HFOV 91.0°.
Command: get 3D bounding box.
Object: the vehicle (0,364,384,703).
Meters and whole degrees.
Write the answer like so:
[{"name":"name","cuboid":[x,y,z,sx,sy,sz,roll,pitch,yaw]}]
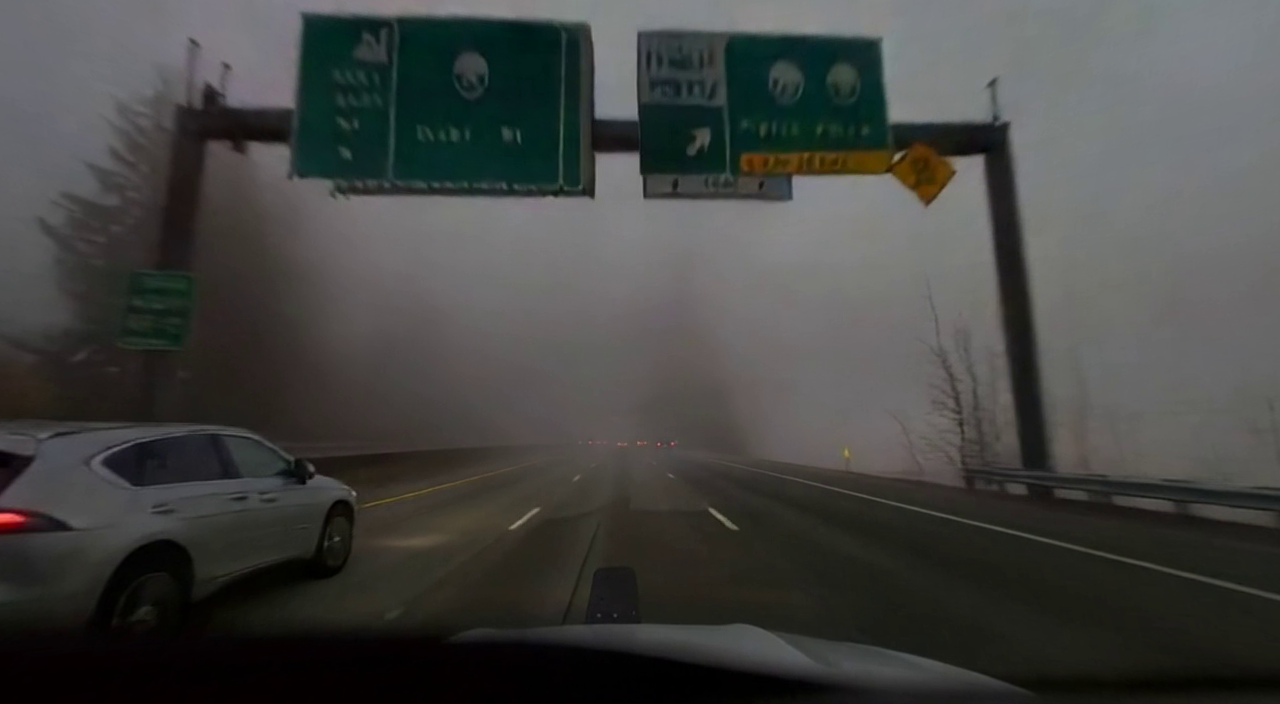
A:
[{"name":"vehicle","cuboid":[-3.760,1.161,4.513,2.074,1.652,4.273,0,-8,-1]}]
